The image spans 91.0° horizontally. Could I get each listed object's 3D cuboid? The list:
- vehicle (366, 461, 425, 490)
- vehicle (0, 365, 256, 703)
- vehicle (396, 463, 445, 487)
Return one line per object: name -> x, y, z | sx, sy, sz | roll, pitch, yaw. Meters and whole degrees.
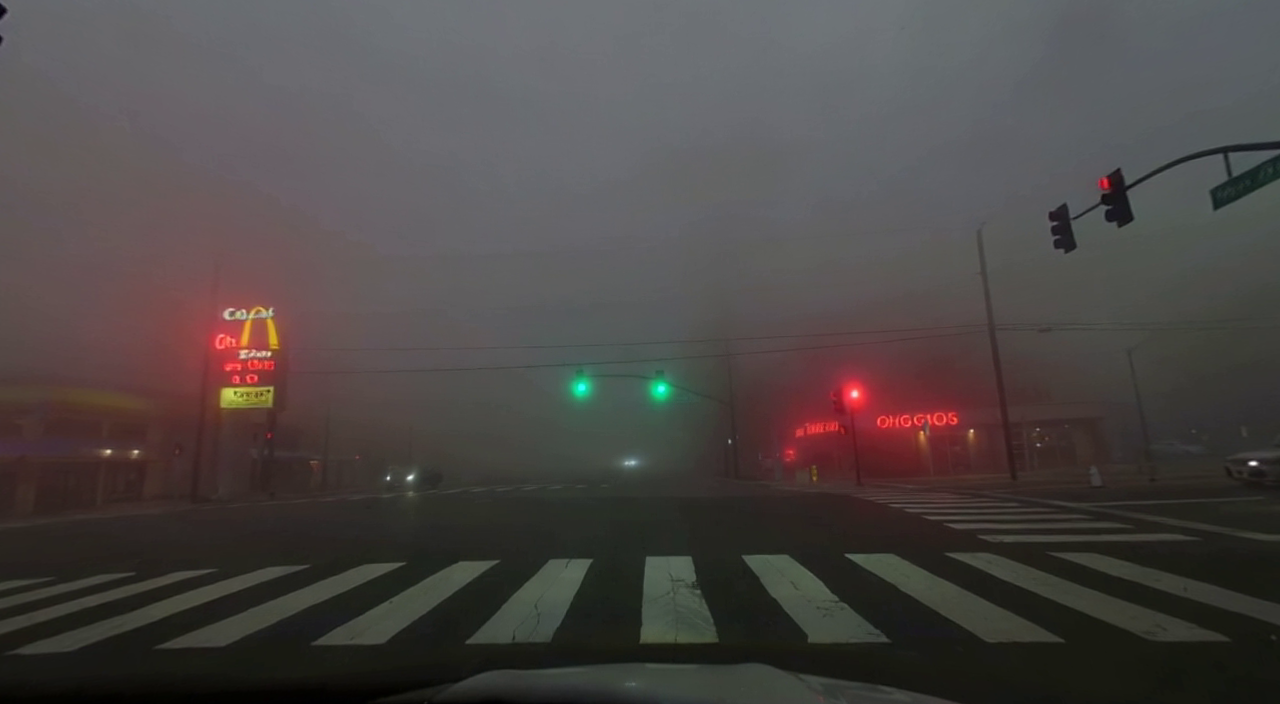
vehicle -> -19.217, 9.717, 49.823 | 2.227, 2.033, 5.614 | 0, -9, 1
vehicle -> -3.409, 0.743, 1.412 | 2.081, 1.644, 4.523 | 0, -9, 2
vehicle -> -15.757, 8.828, 45.407 | 1.931, 1.471, 4.152 | 0, -9, 1
